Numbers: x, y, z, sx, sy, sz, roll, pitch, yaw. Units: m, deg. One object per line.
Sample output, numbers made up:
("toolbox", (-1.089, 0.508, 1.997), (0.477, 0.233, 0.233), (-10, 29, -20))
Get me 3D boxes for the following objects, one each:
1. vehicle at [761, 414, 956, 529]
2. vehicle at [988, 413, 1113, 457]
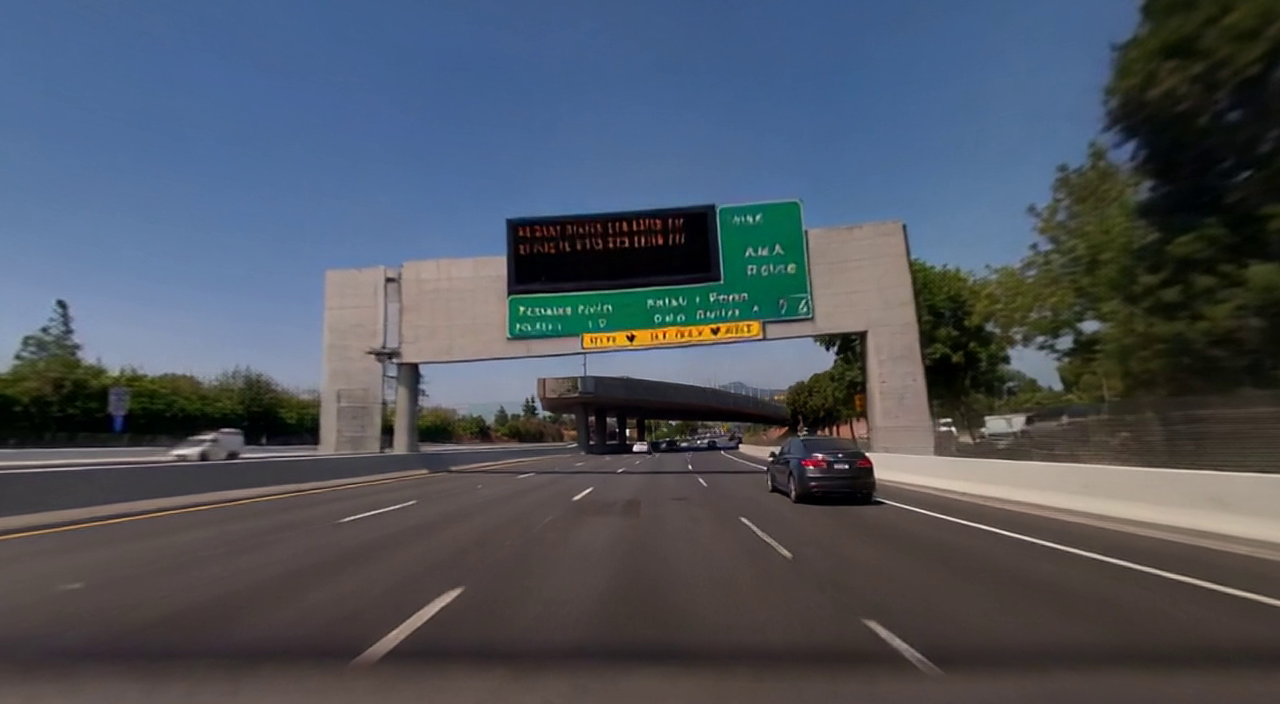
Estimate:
("vehicle", (3.734, 2.134, 11.731), (2.090, 1.715, 4.228), (0, -9, 0))
("vehicle", (23.685, 4.879, 36.506), (5.707, 2.048, 2.282), (-10, -13, 34))
